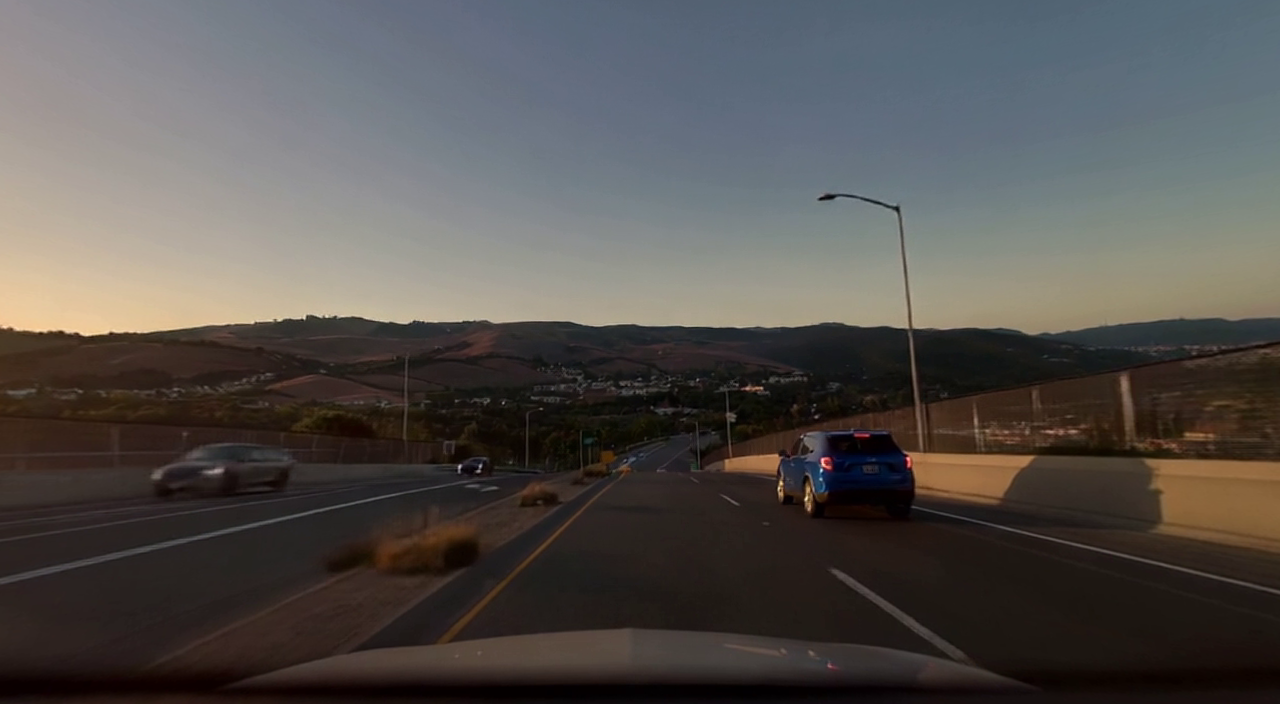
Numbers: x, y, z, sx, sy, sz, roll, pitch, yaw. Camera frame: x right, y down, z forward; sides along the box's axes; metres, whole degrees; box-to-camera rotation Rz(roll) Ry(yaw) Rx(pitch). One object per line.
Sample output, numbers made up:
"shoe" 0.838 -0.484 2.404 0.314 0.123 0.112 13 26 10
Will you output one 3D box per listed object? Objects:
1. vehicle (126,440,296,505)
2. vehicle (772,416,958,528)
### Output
"vehicle" -13.880 3.893 20.907 2.148 1.850 4.835 0 -8 1
"vehicle" 3.971 2.203 12.064 1.989 1.730 4.324 0 -8 1
